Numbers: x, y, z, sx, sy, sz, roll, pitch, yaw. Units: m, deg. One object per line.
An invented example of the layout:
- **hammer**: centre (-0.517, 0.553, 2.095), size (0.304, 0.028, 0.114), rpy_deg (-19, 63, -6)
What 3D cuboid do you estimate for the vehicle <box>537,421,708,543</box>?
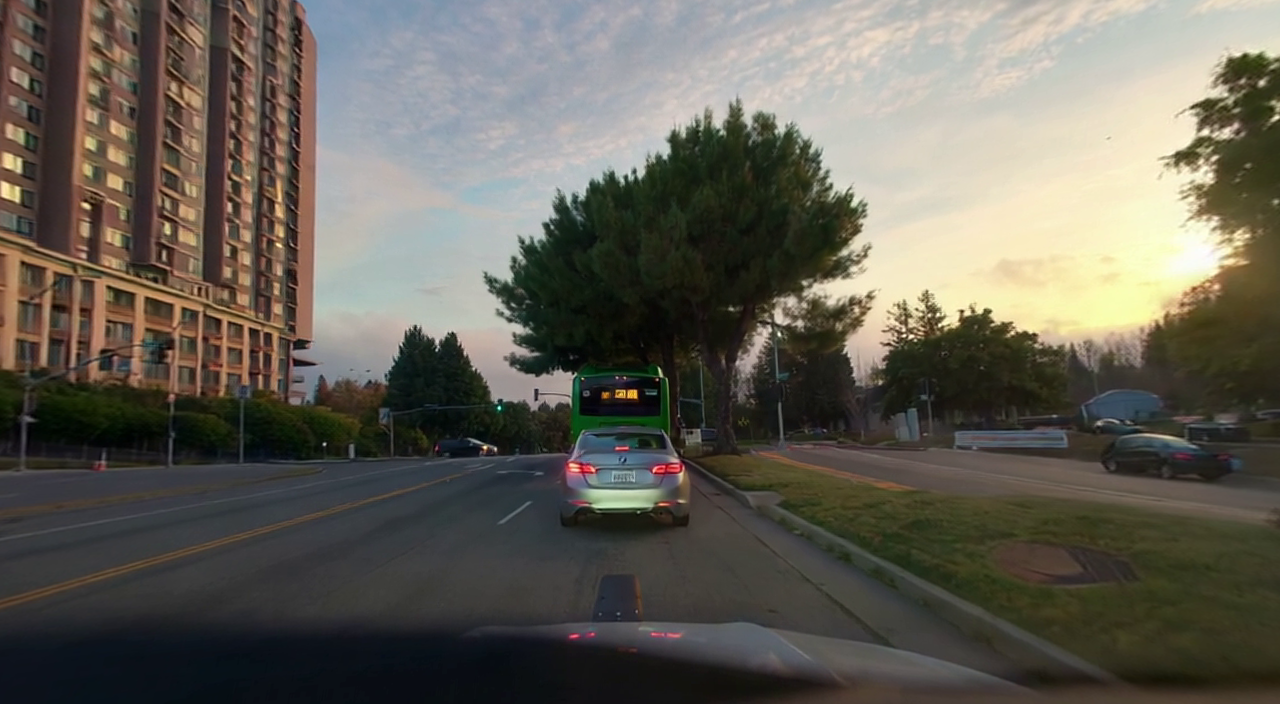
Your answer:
- **vehicle**: centre (-0.256, 1.844, 9.656), size (2.064, 1.452, 3.942), rpy_deg (0, -8, -1)
